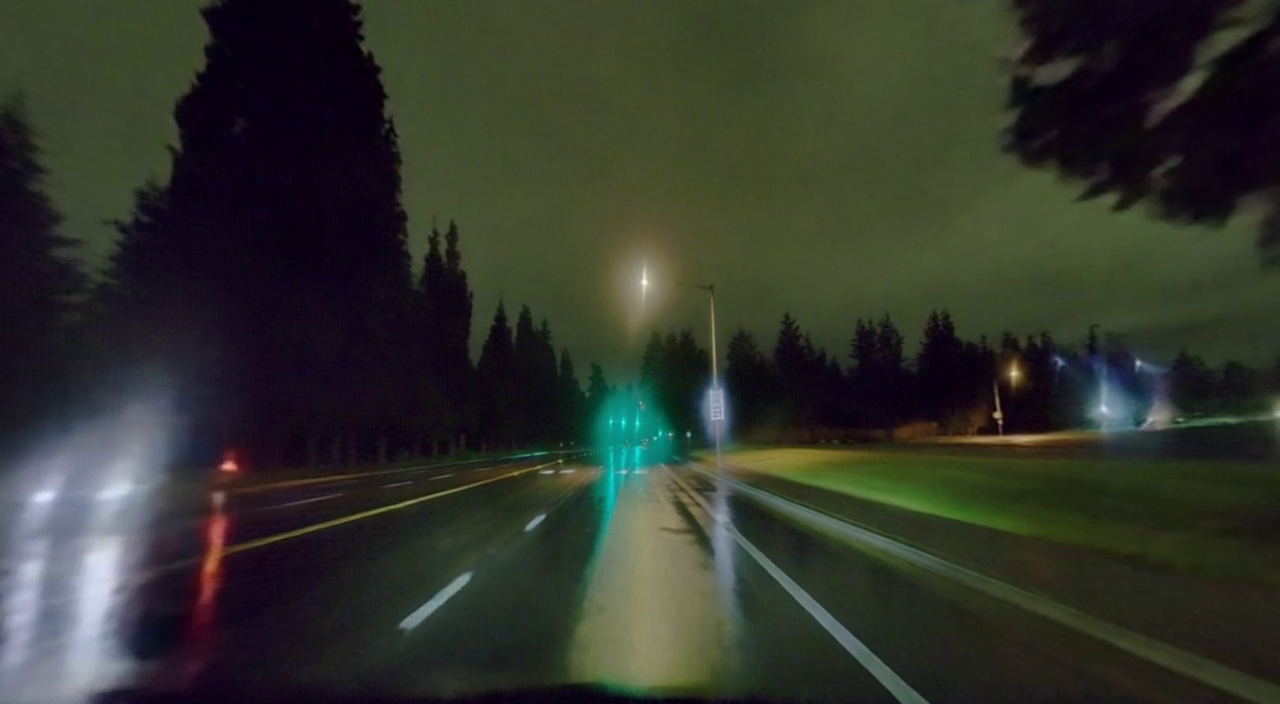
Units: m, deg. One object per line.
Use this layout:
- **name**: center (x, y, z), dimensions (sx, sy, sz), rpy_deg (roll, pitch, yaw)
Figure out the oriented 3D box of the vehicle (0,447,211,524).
- **vehicle**: center (-13.118, 3.123, 15.440), dimensions (2.078, 1.573, 4.533), rpy_deg (0, -8, 0)
